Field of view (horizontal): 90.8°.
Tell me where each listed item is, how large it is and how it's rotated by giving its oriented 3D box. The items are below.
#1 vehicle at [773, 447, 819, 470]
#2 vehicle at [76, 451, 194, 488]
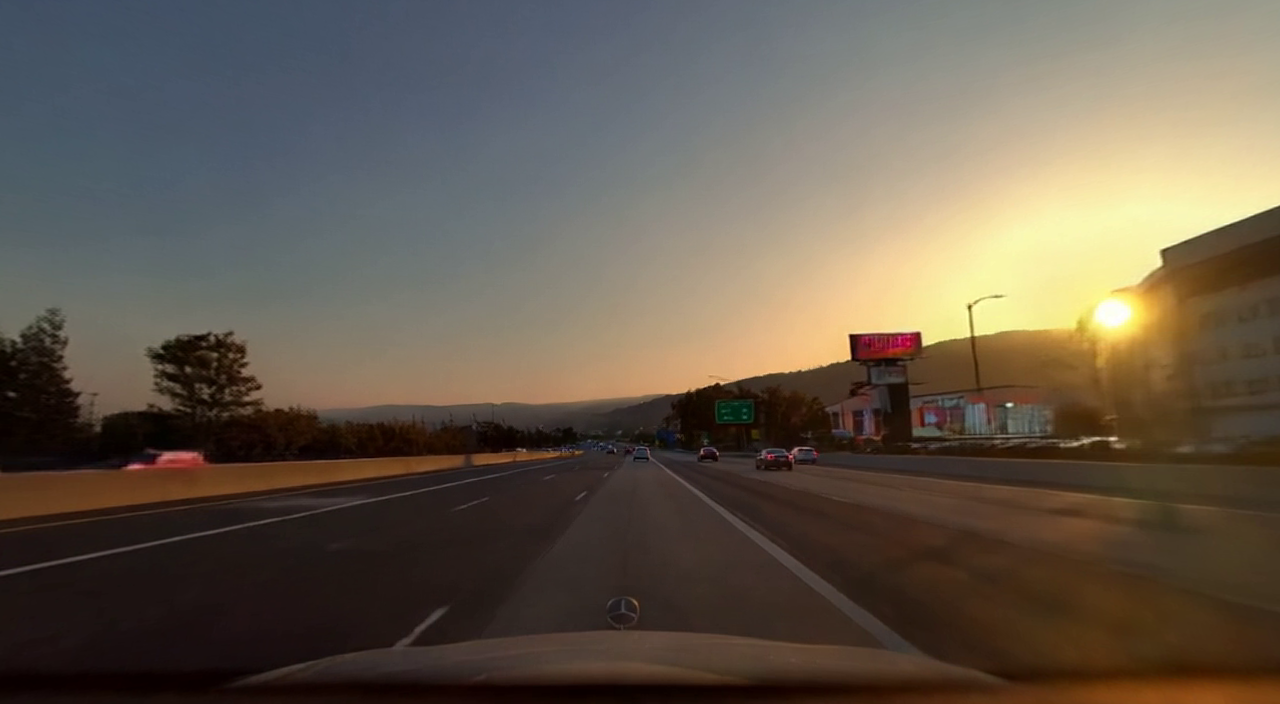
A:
[{"bbox_3d":[10.694,7.290,43.584,1.953,1.473,4.512,0,-8,-1],"label":"vehicle"},{"bbox_3d":[-26.065,6.049,32.893,2.111,1.702,5.024,0,-8,-2],"label":"vehicle"}]
